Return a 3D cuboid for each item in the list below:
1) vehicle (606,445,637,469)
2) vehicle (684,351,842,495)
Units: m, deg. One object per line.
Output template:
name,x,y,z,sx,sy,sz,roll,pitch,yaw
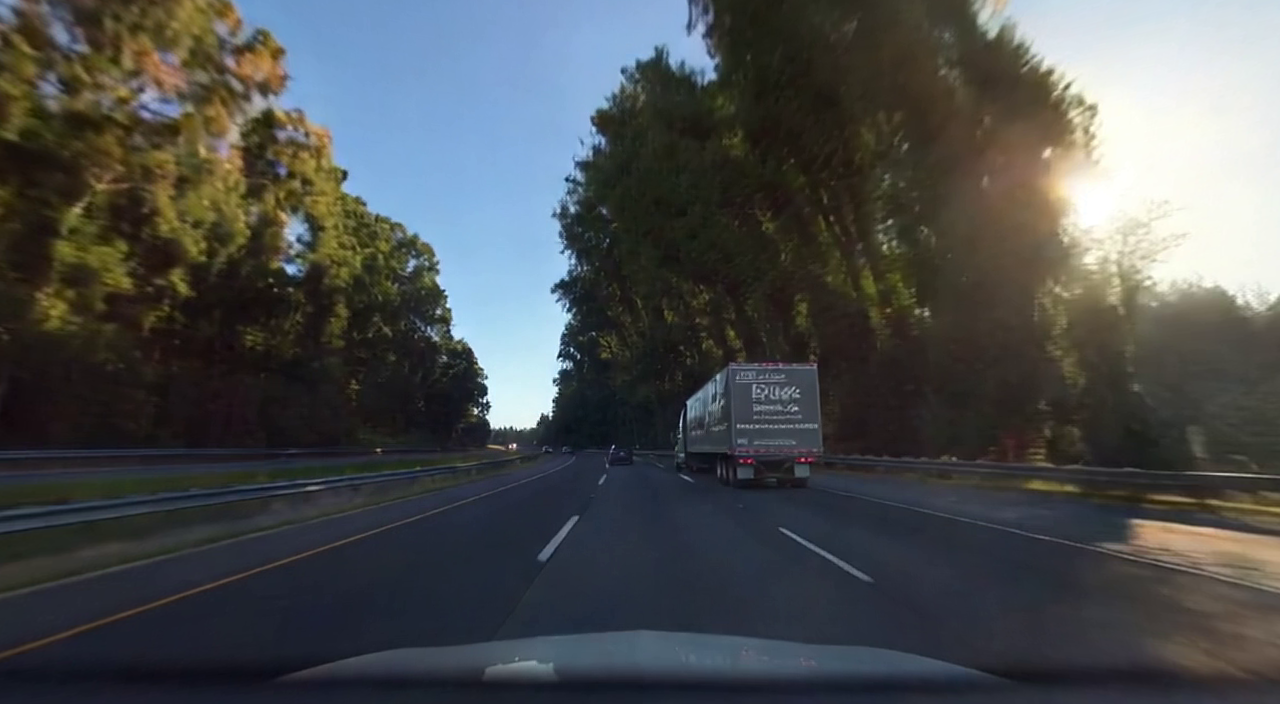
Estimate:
vehicle,-1.183,6.856,41.219,1.913,1.460,3.610,0,-9,-1
vehicle,3.899,3.021,24.632,2.951,4.012,14.203,0,-9,-2
